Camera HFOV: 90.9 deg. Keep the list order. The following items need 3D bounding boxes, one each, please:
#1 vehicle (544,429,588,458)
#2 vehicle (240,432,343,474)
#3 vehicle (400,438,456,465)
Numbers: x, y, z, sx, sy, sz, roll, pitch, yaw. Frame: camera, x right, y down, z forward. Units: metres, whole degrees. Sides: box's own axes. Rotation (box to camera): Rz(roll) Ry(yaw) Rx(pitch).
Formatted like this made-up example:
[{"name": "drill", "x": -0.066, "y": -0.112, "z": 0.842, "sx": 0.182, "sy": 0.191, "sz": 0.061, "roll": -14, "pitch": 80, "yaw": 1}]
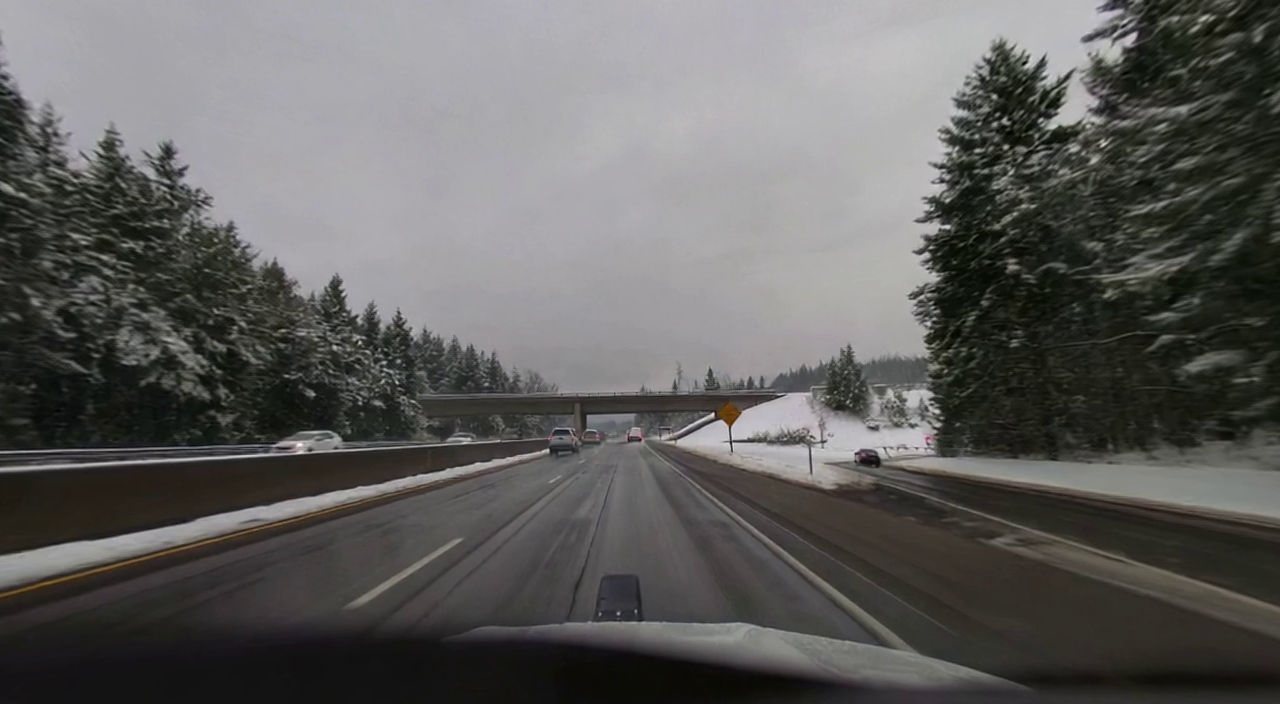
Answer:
[{"name": "vehicle", "x": -4.317, "y": 5.449, "z": 37.491, "sx": 2.169, "sy": 1.588, "sz": 4.264, "roll": 0, "pitch": -8, "yaw": -1}, {"name": "vehicle", "x": -17.212, "y": 4.986, "z": 31.508, "sx": 2.015, "sy": 1.861, "sz": 5.531, "roll": 0, "pitch": -8, "yaw": -1}, {"name": "vehicle", "x": -12.701, "y": 5.945, "z": 38.028, "sx": 1.981, "sy": 1.509, "sz": 4.269, "roll": 0, "pitch": -8, "yaw": 0}]
